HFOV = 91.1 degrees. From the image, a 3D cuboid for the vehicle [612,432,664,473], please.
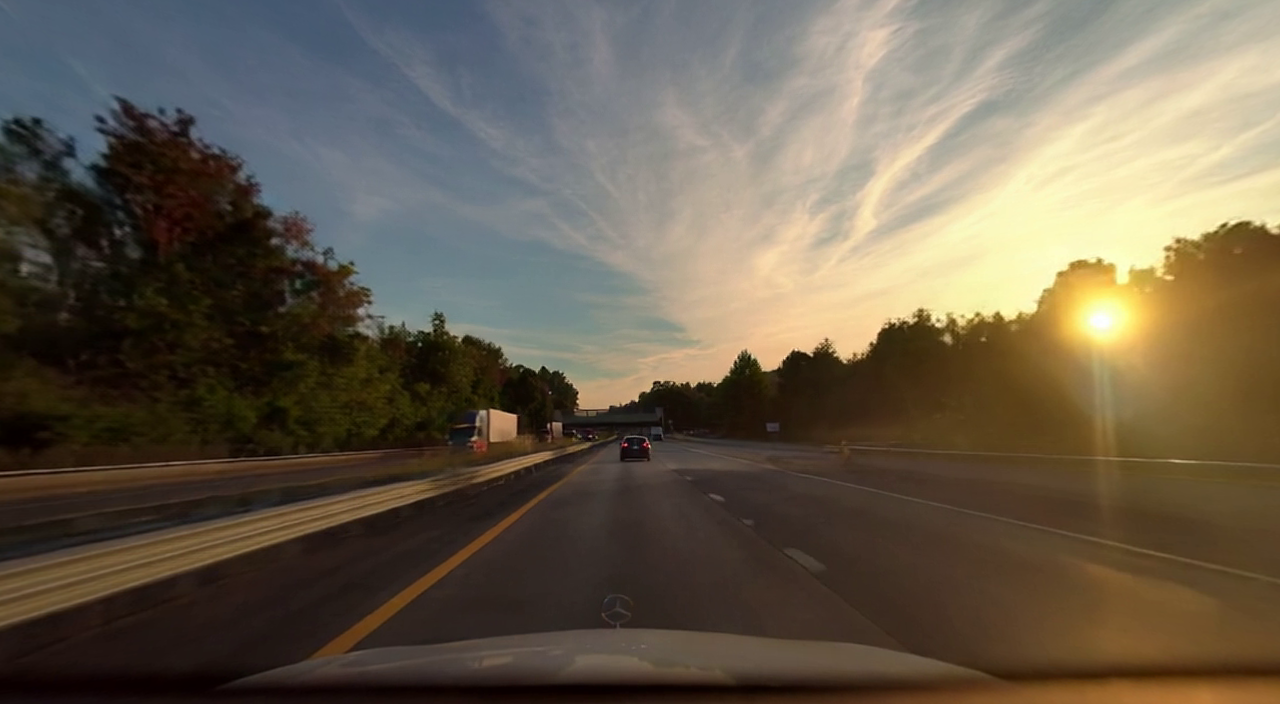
[{"bbox_3d":[-0.131,3.924,24.955,1.897,1.479,3.724,0,-8,-1],"label":"vehicle"}]
